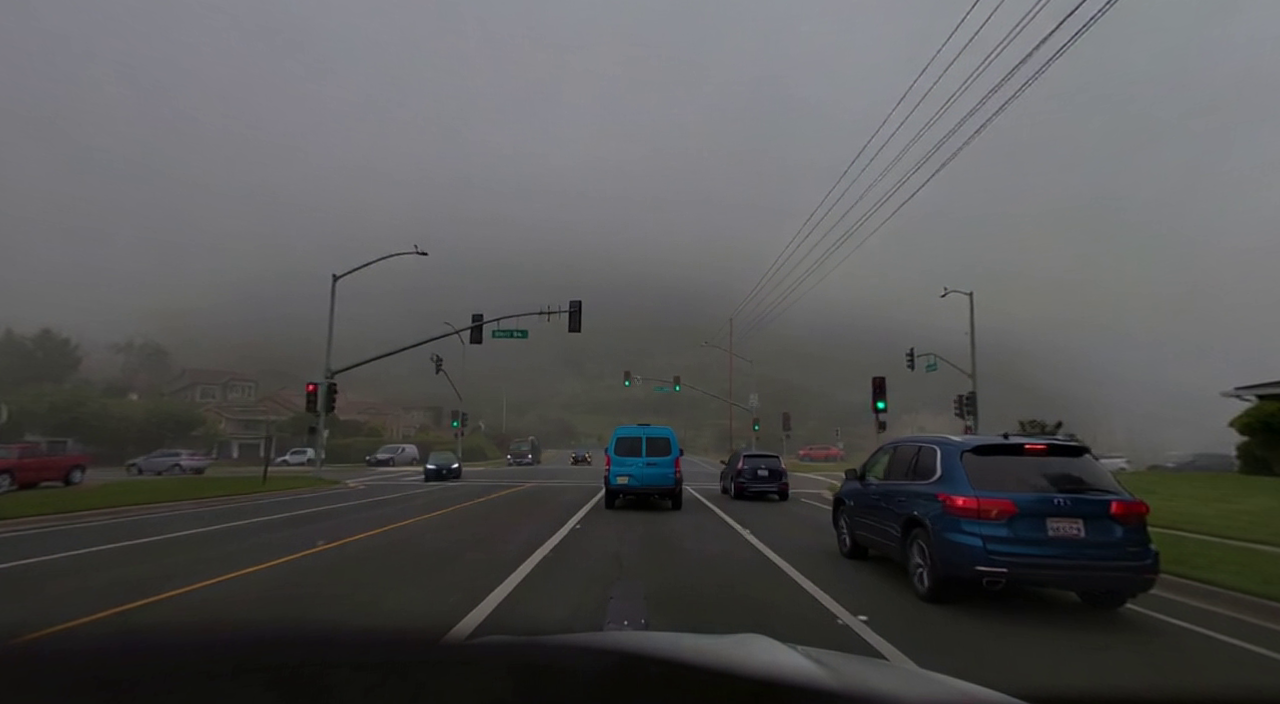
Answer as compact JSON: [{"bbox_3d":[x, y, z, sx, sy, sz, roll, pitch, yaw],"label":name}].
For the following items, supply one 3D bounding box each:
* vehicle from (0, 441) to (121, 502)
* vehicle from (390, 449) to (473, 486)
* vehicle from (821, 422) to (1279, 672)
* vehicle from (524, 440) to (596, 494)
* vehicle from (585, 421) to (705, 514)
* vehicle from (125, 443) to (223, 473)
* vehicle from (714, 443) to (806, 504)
[{"bbox_3d":[-20.421,3.946,21.266,1.996,1.809,4.699,1,-8,-4],"label":"vehicle"},{"bbox_3d":[-9.618,5.209,28.814,2.005,1.533,4.644,7,-11,-39],"label":"vehicle"},{"bbox_3d":[3.666,1.663,6.663,2.155,1.658,4.721,0,-8,1],"label":"vehicle"},{"bbox_3d":[-2.769,4.098,22.856,2.059,1.749,4.458,0,-8,0],"label":"vehicle"},{"bbox_3d":[0.129,2.916,16.456,2.636,2.011,5.130,0,-8,1],"label":"vehicle"},{"bbox_3d":[-28.392,6.473,38.511,4.428,1.738,1.886,0,-8,-1],"label":"vehicle"},{"bbox_3d":[3.571,3.683,19.623,1.957,1.646,4.355,0,-8,0],"label":"vehicle"}]
